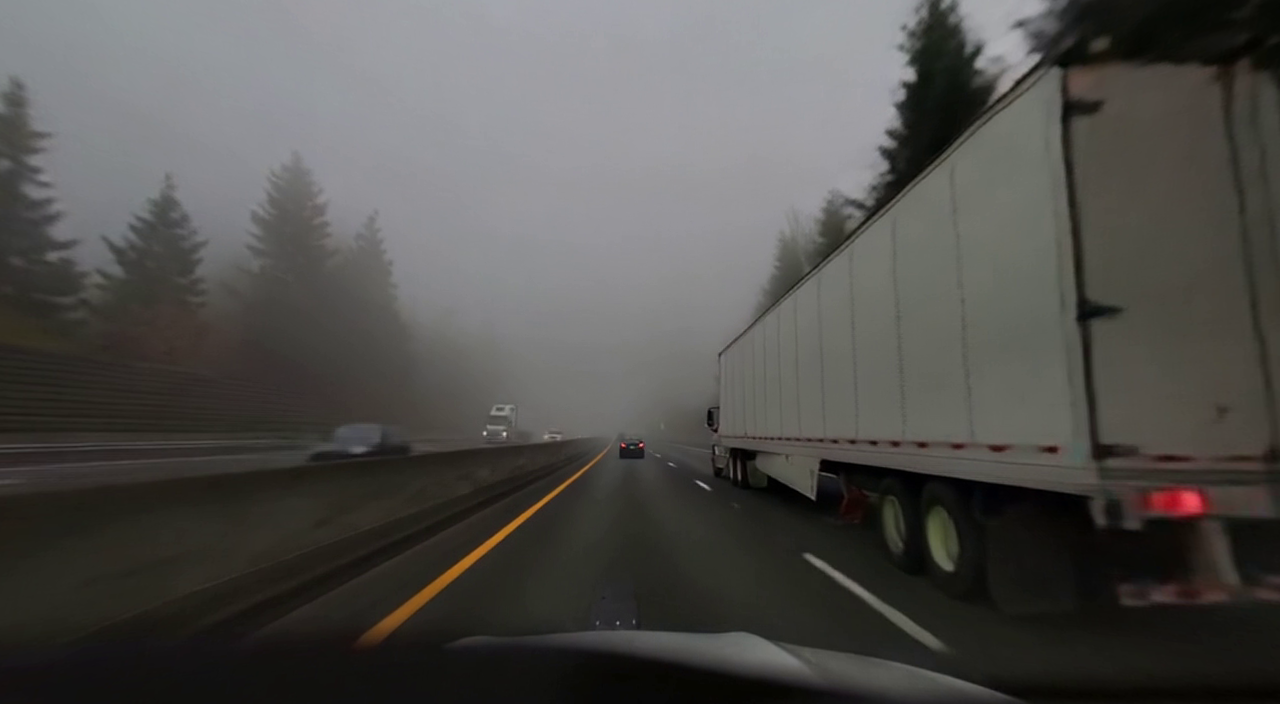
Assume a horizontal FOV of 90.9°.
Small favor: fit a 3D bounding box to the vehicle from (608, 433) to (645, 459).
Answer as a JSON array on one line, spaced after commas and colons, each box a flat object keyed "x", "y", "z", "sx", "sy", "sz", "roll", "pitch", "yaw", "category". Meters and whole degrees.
[{"x": -0.811, "y": 5.755, "z": 38.812, "sx": 2.119, "sy": 1.480, "sz": 4.000, "roll": 0, "pitch": -8, "yaw": -1, "category": "vehicle"}]

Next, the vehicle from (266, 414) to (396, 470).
[{"x": -9.480, "y": 2.808, "z": 19.777, "sx": 2.019, "sy": 1.536, "sz": 4.191, "roll": 0, "pitch": -8, "yaw": -1, "category": "vehicle"}]

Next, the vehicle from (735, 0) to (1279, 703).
[{"x": 4.228, "y": 0.594, "z": 9.929, "sx": 2.953, "sy": 4.045, "sz": 13.843, "roll": 0, "pitch": -8, "yaw": -1, "category": "vehicle"}]
